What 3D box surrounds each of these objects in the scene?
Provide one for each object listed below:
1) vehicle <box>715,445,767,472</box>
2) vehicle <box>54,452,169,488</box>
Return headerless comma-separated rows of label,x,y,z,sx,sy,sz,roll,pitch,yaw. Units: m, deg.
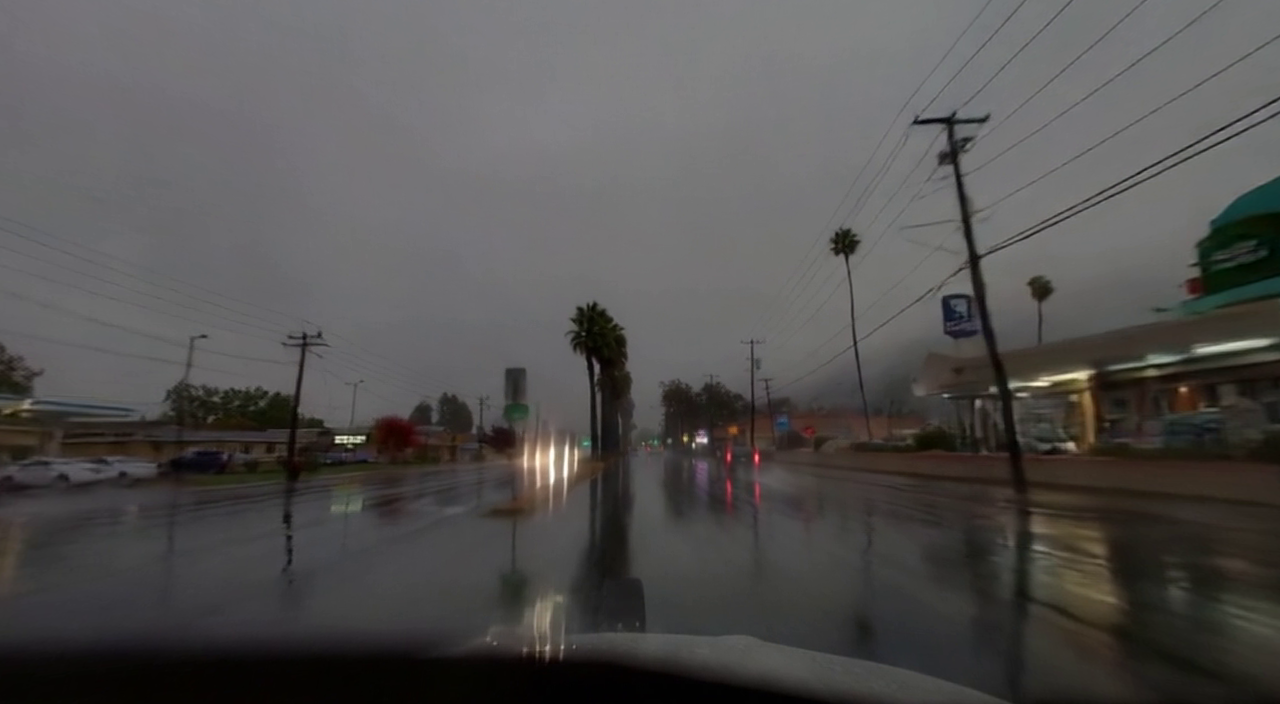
vehicle,5.952,6.349,37.772,2.261,1.479,4.403,0,-9,-2
vehicle,-27.758,6.190,33.419,2.113,1.684,4.498,-1,-9,1
